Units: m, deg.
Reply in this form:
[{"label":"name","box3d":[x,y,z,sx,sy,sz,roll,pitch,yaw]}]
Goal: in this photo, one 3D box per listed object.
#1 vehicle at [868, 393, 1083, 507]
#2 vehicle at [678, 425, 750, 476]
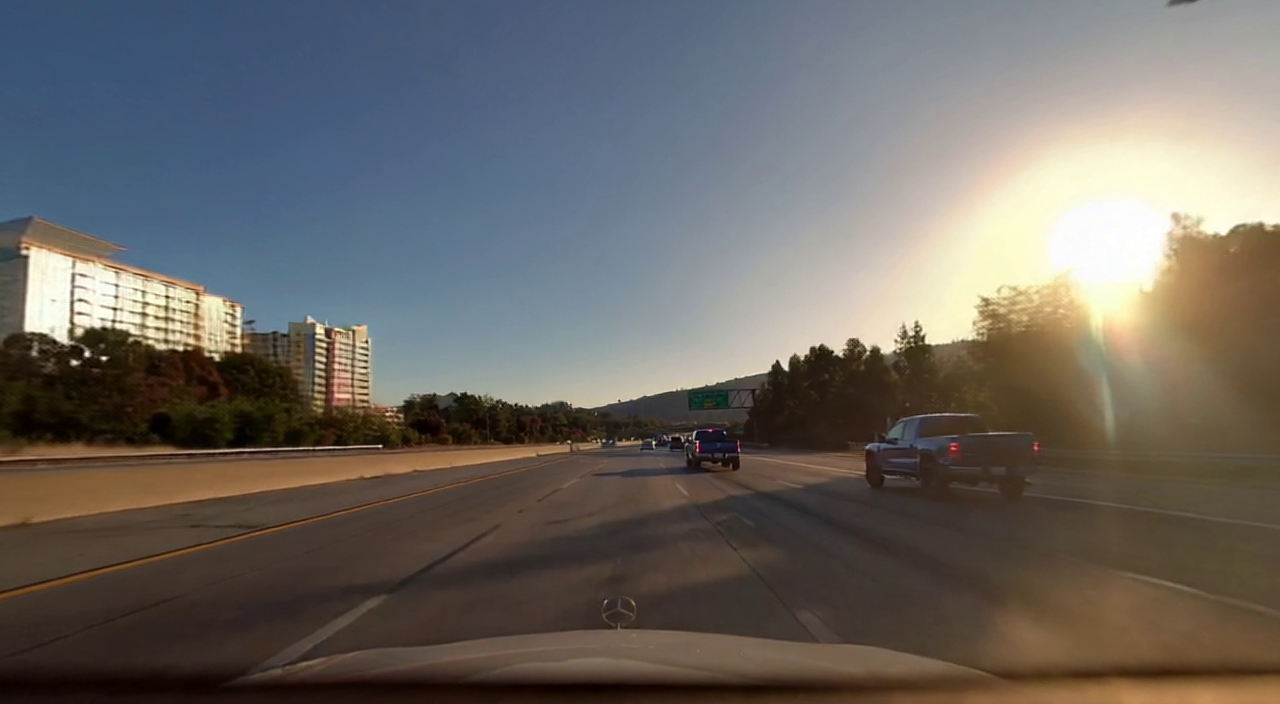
[{"label":"vehicle","box3d":[7.698,2.358,15.377,2.158,2.268,5.396,0,-9,-1]},{"label":"vehicle","box3d":[3.086,4.279,27.614,2.462,1.984,4.718,0,-9,-2]}]
